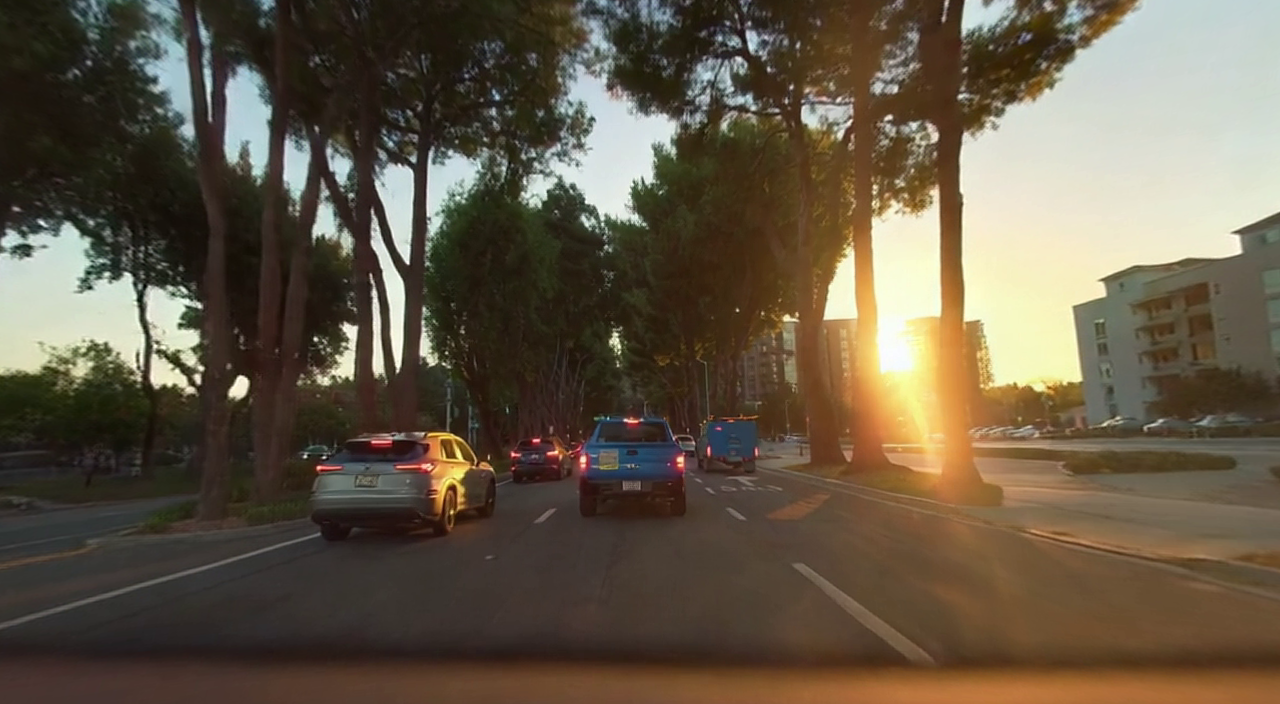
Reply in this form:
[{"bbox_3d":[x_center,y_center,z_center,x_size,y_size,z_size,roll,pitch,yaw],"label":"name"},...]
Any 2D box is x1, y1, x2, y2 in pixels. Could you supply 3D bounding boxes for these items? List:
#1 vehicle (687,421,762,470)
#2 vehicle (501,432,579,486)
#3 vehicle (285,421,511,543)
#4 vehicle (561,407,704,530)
[{"bbox_3d":[3.780,4.385,29.575,2.655,2.054,6.098,0,-8,0],"label":"vehicle"},{"bbox_3d":[-3.233,3.537,21.132,1.894,1.642,3.861,0,-8,1],"label":"vehicle"},{"bbox_3d":[-3.741,2.089,10.852,1.959,1.614,4.676,0,-8,1],"label":"vehicle"},{"bbox_3d":[-0.085,1.995,11.273,2.075,1.770,4.018,0,-8,1],"label":"vehicle"}]
